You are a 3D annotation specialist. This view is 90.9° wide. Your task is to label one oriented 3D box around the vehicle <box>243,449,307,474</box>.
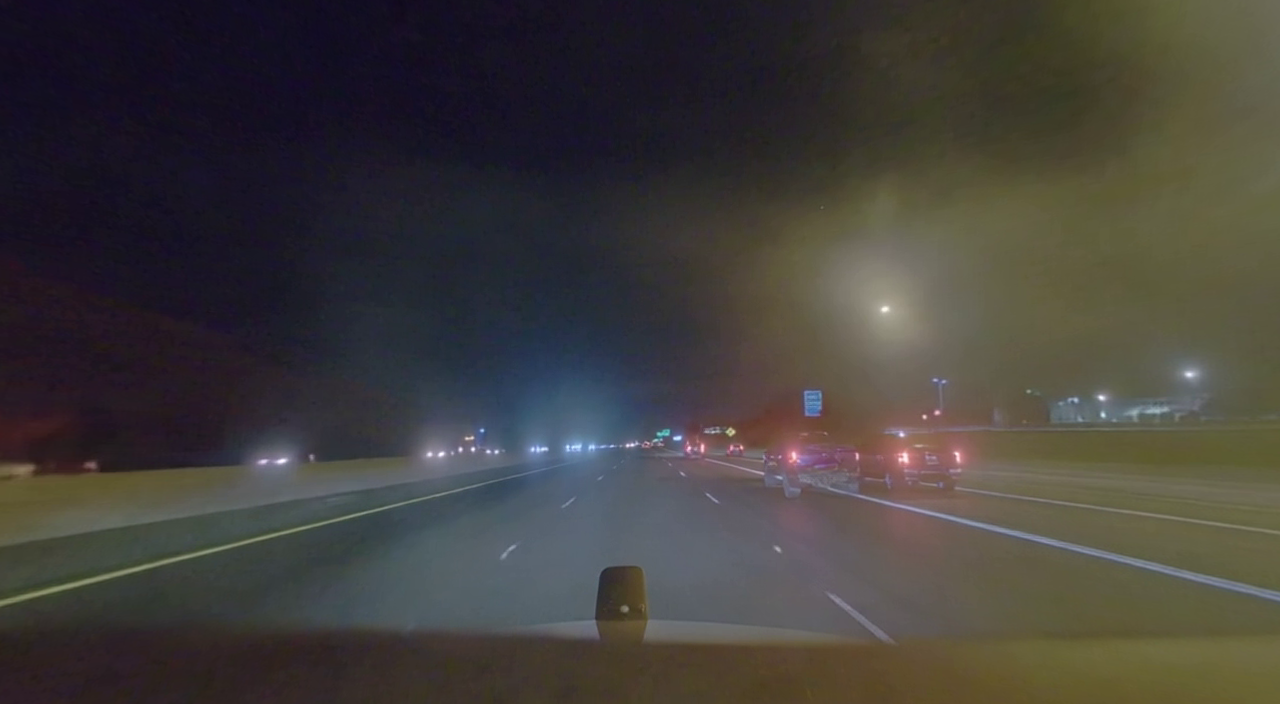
[{"bbox_3d":[-28.122,8.405,48.776,1.904,1.737,5.059,0,-8,1],"label":"vehicle"}]
